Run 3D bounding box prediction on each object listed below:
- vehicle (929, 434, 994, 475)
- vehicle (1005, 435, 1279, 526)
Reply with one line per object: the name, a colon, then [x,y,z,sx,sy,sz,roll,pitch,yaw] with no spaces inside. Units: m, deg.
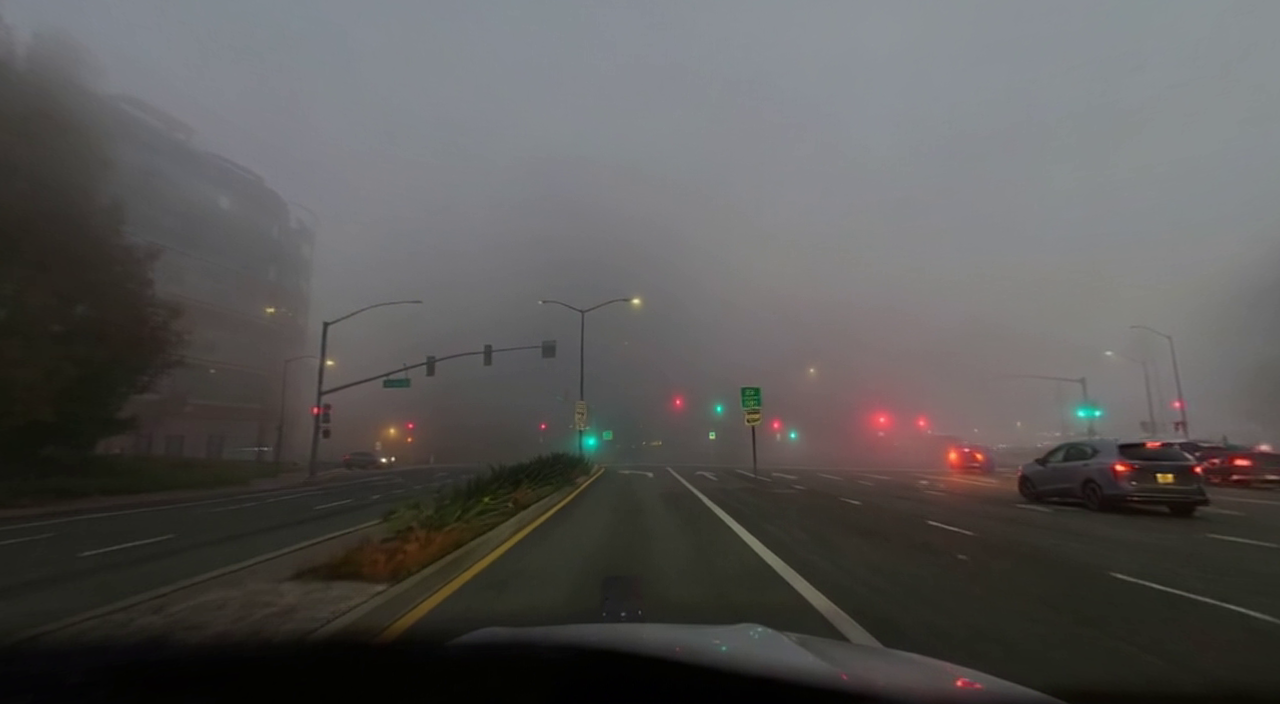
vehicle: [15.462,4.926,30.637,1.951,1.843,4.335,-3,-9,16]
vehicle: [9.732,2.469,12.823,1.933,1.500,4.458,0,-8,-1]
